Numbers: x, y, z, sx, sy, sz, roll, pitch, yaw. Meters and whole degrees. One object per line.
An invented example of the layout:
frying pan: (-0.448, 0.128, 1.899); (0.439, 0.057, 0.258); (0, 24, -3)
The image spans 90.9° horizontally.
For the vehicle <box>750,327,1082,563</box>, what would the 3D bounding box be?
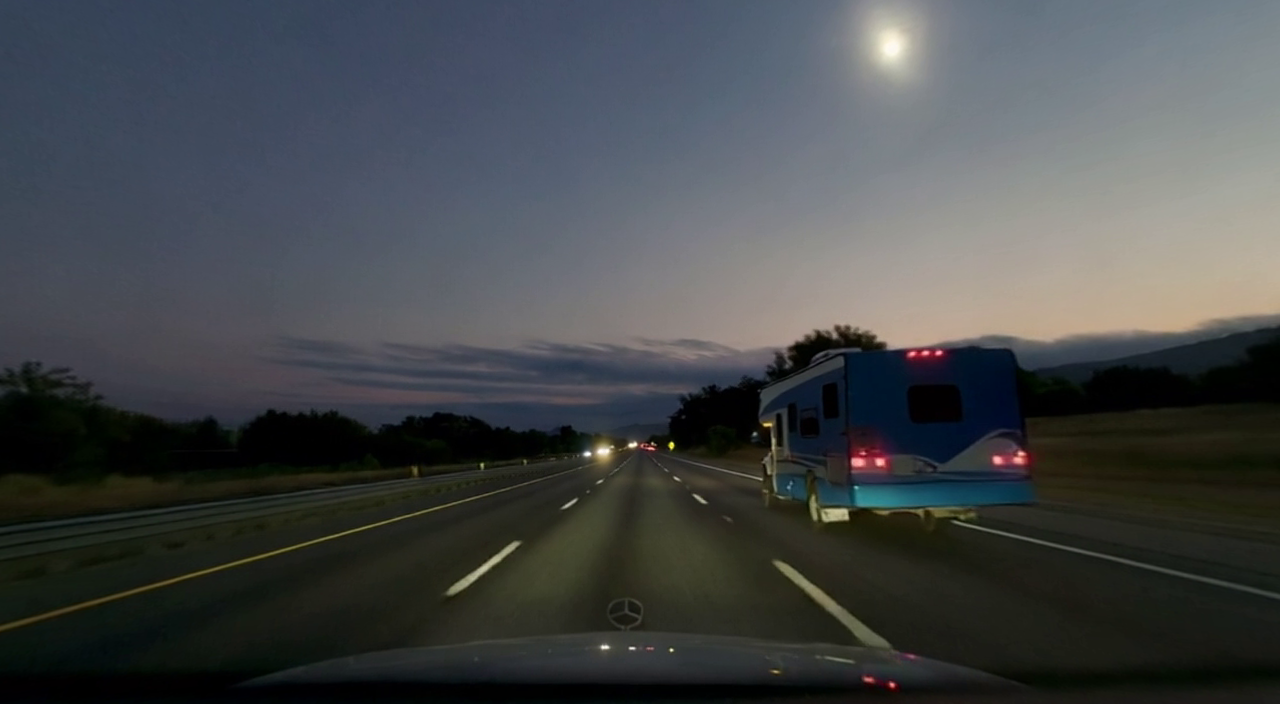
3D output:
vehicle: (3.771, 1.549, 10.582); (2.556, 2.763, 6.287); (0, -9, -1)
